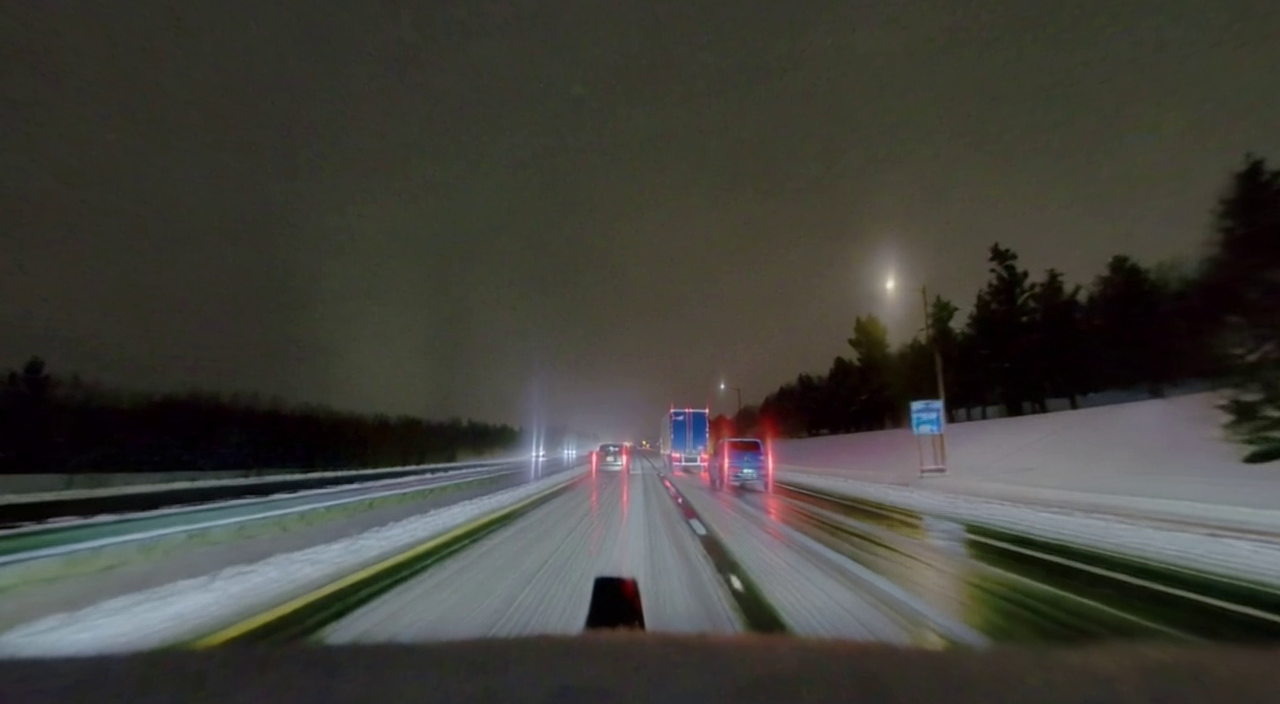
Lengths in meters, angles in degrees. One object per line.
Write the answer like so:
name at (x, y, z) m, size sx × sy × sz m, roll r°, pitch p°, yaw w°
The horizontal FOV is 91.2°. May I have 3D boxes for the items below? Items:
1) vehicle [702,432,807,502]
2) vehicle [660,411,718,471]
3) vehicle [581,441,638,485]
vehicle at (3.111, 3.244, 18.012) m, size 2.230 × 1.715 × 4.243 m, roll 0°, pitch -9°, yaw 0°
vehicle at (3.403, 6.680, 46.537) m, size 3.143 × 3.880 × 10.117 m, roll 0°, pitch -9°, yaw -2°
vehicle at (-1.170, 4.637, 26.446) m, size 2.181 × 1.653 × 4.691 m, roll 0°, pitch -9°, yaw 0°
